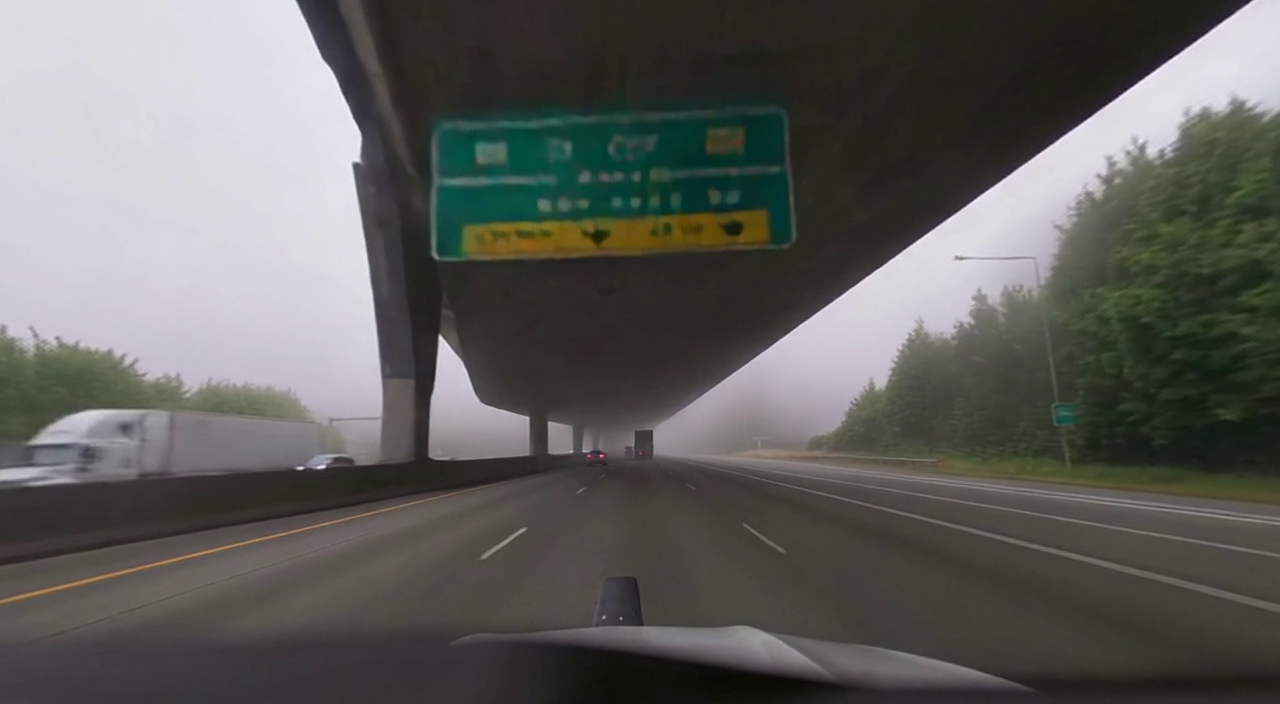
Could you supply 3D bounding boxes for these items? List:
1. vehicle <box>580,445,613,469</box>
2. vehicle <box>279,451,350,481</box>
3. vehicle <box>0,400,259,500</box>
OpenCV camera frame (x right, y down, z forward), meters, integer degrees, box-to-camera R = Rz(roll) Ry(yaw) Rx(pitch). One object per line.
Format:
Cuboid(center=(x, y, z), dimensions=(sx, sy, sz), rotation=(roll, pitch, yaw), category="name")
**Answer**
Cuboid(center=(-3.267, 8.018, 48.377), dimensions=(2.160, 1.724, 4.997), rotation=(0, -9, 0), category="vehicle")
Cuboid(center=(-19.158, 6.687, 37.343), dimensions=(1.955, 1.634, 4.185), rotation=(0, -9, 0), category="vehicle")
Cuboid(center=(-23.659, 4.733, 30.628), dimensions=(3.453, 3.942, 10.998), rotation=(0, -9, 0), category="vehicle")
